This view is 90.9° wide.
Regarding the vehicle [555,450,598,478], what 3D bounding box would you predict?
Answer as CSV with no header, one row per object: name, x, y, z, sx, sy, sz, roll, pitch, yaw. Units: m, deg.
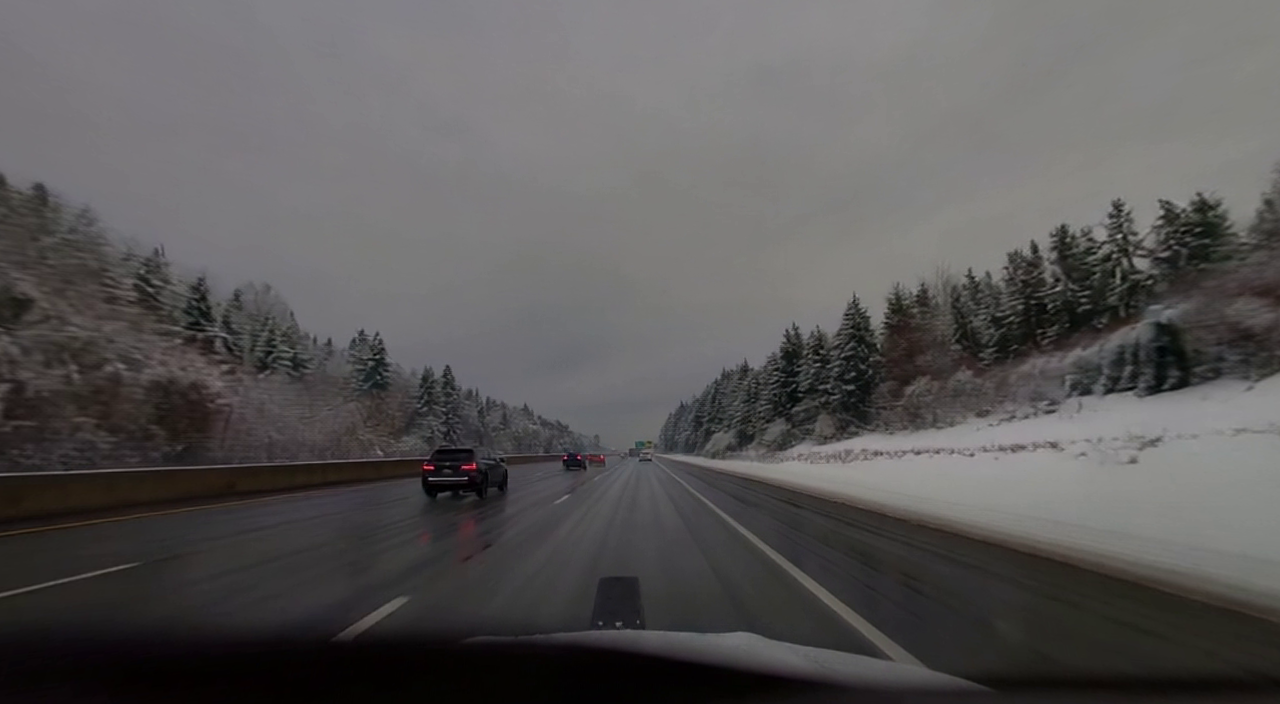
vehicle,-3.562,6.346,35.940,2.005,1.474,3.921,0,-9,1

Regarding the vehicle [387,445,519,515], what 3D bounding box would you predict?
vehicle,-4.563,3.189,16.232,1.975,1.501,4.603,0,-9,0
